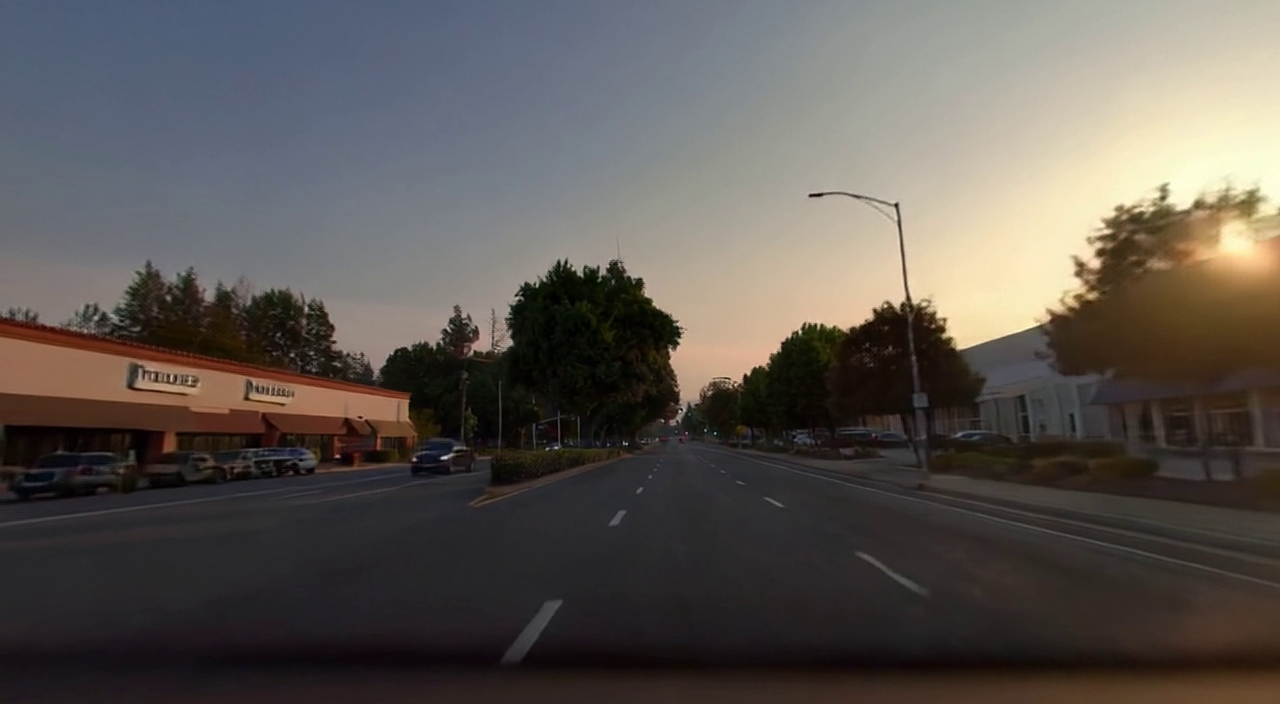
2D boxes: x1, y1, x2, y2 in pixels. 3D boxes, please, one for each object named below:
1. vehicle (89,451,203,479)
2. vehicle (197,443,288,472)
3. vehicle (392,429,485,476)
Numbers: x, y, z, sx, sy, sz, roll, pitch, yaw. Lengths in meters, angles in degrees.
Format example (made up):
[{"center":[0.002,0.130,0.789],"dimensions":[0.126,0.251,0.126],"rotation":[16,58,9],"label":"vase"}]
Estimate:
[{"center":[-26.649,6.111,34.199],"dimensions":[4.553,1.445,1.942],"rotation":[0,-8,2],"label":"vehicle"},{"center":[-25.876,6.883,41.227],"dimensions":[4.620,1.801,2.017],"rotation":[0,-8,2],"label":"vehicle"},{"center":[-8.824,4.459,28.291],"dimensions":[2.157,1.883,5.286],"rotation":[0,-8,3],"label":"vehicle"}]
